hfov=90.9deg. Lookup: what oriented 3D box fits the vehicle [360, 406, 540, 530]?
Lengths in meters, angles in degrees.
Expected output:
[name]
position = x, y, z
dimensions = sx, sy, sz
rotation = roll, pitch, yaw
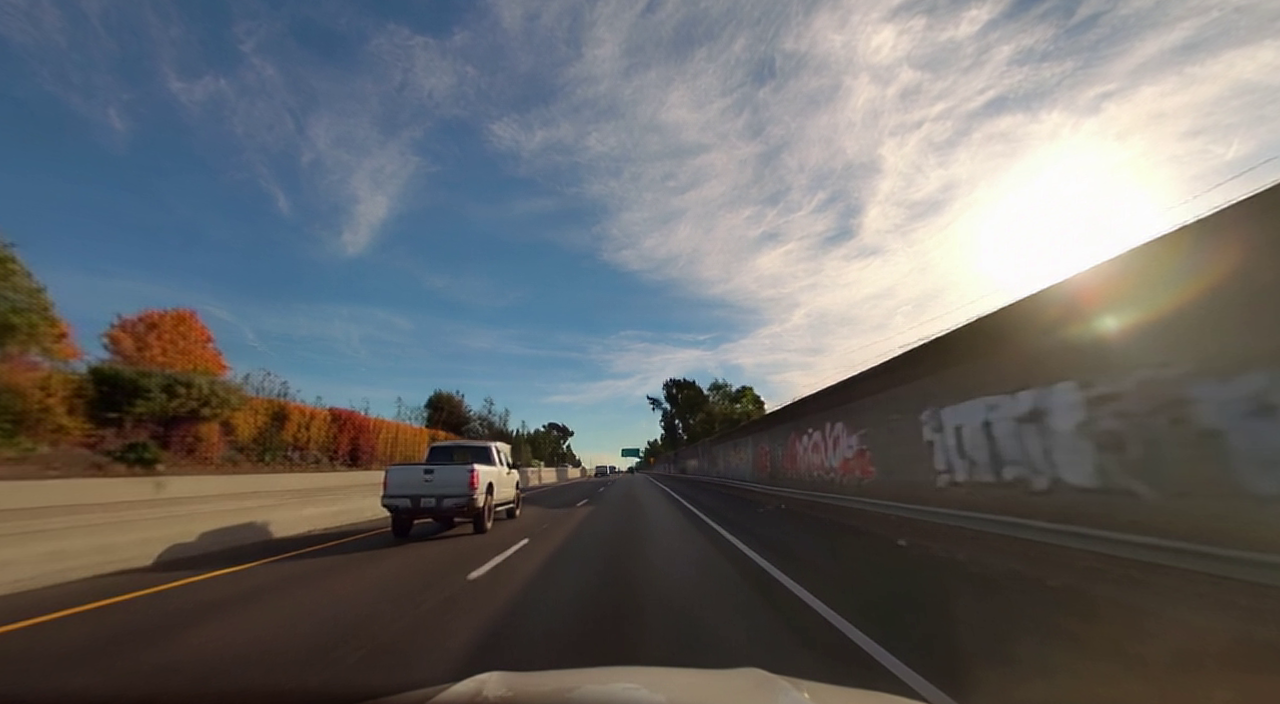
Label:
[vehicle]
position = -4.289, 2.890, 15.732
dimensions = 2.597, 2.434, 6.020
rotation = 1, -11, 0
